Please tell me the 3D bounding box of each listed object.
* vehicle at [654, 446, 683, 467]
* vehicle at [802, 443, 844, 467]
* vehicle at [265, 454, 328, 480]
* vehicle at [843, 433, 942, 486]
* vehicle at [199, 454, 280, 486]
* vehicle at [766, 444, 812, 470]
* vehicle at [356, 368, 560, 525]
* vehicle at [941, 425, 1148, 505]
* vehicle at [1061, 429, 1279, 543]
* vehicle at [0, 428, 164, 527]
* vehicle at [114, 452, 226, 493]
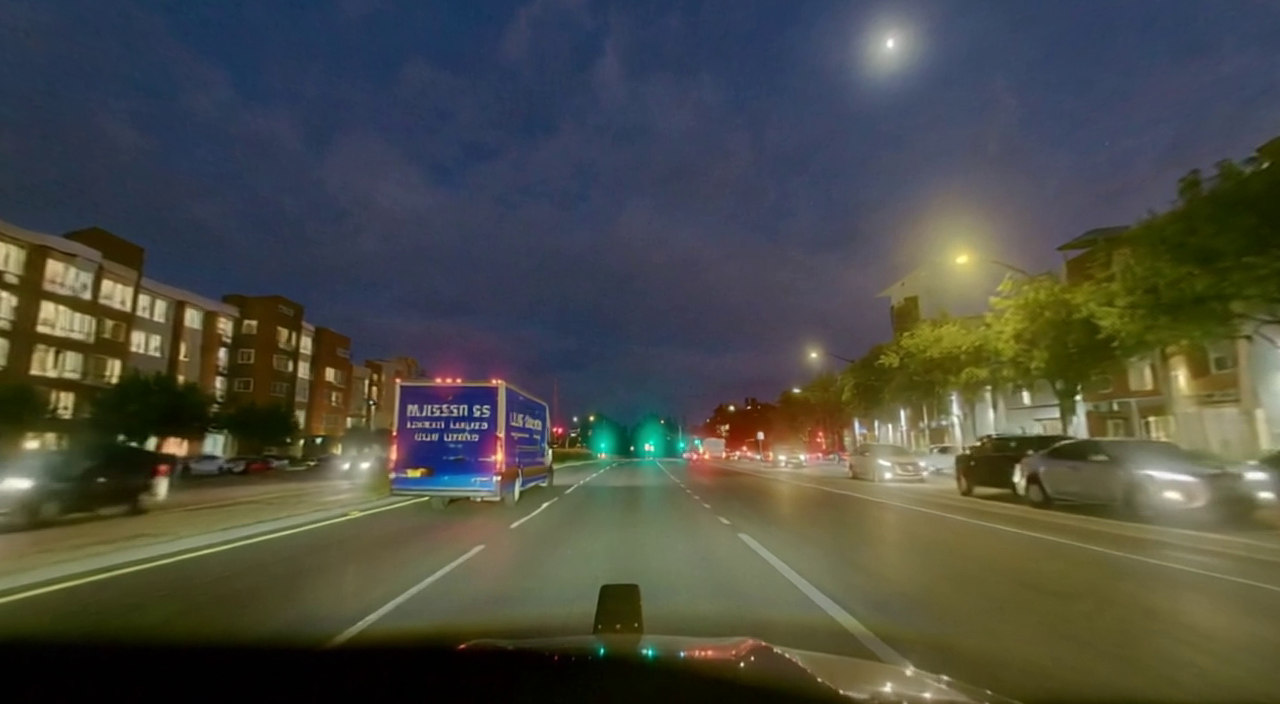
[{"bbox_3d":[2.107,7.953,48.314,1.878,1.534,4.120,0,-8,-2],"label":"vehicle"},{"bbox_3d":[11.935,6.721,41.396,1.627,1.493,3.508,0,-8,0],"label":"vehicle"},{"bbox_3d":[-23.086,7.711,42.611,1.835,1.610,4.452,0,-8,-2],"label":"vehicle"},{"bbox_3d":[9.088,3.904,23.153,1.766,1.725,4.221,0,-8,-1],"label":"vehicle"},{"bbox_3d":[-22.948,6.736,36.397,1.873,1.657,4.381,0,-9,-2],"label":"vehicle"},{"bbox_3d":[9.130,6.454,38.920,1.850,1.477,3.520,0,-9,-2],"label":"vehicle"},{"bbox_3d":[-3.961,2.358,15.944,2.763,2.974,7.562,-1,-8,1],"label":"vehicle"},{"bbox_3d":[9.687,2.731,15.695,2.044,1.673,4.398,0,-9,-3],"label":"vehicle"},{"bbox_3d":[9.129,2.073,10.344,1.802,1.504,3.797,0,-9,-1],"label":"vehicle"},{"bbox_3d":[-13.194,2.659,13.772,2.041,1.863,4.639,0,-8,-1],"label":"vehicle"},{"bbox_3d":[-22.915,5.838,31.078,1.916,1.782,4.572,-1,-8,1],"label":"vehicle"}]
